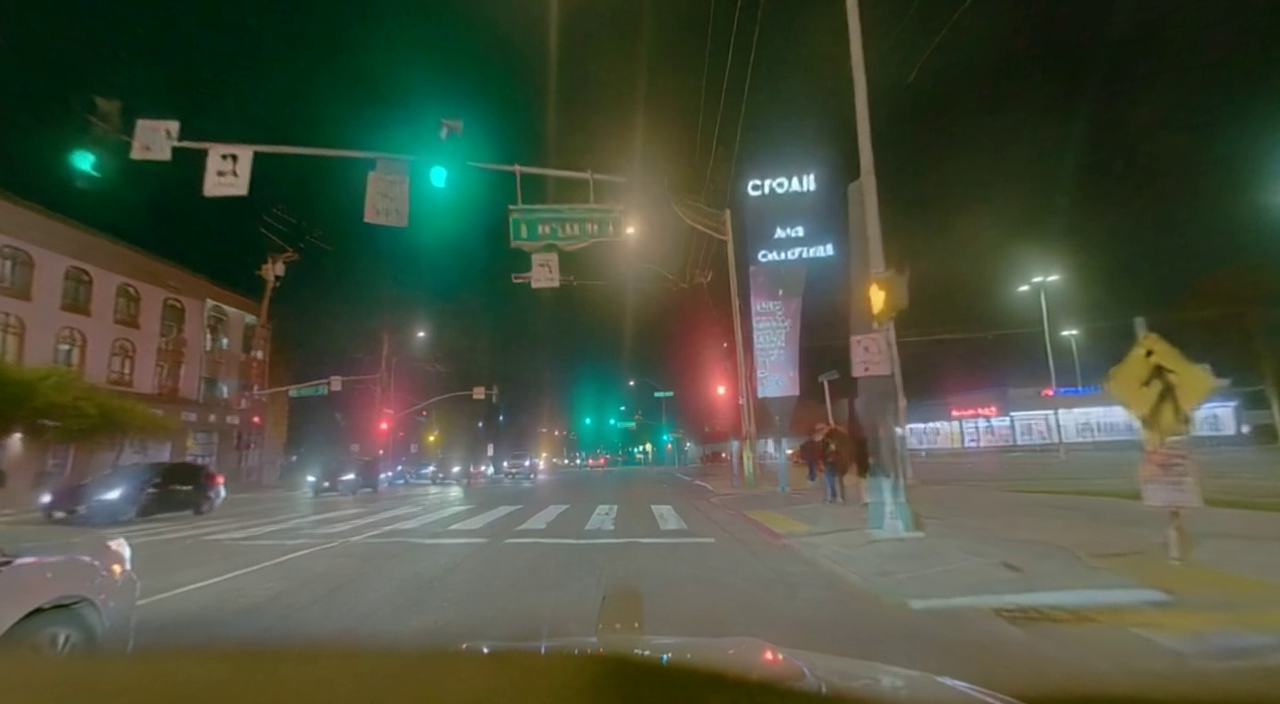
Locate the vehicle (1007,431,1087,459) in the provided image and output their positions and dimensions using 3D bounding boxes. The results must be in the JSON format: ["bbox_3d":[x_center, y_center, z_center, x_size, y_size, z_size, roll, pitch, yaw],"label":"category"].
[{"bbox_3d":[27.461,6.353,42.672,2.083,1.668,4.638,-1,-10,-3],"label":"vehicle"}]

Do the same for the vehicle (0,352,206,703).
[{"bbox_3d":[-3.358,0.647,1.039,2.042,1.673,4.516,0,-9,0],"label":"vehicle"}]

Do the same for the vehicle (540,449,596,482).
[{"bbox_3d":[-3.431,5.538,30.951,2.147,1.472,4.406,0,-9,1],"label":"vehicle"}]

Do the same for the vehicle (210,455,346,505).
[{"bbox_3d":[-12.516,4.418,22.171,1.973,1.496,4.448,0,-9,3],"label":"vehicle"}]

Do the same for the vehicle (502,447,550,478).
[{"bbox_3d":[-6.669,6.495,37.207,2.012,1.664,3.917,0,-9,1],"label":"vehicle"}]

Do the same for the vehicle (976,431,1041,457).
[{"bbox_3d":[24.652,6.213,42.253,1.690,1.559,3.521,5,-10,-14],"label":"vehicle"}]

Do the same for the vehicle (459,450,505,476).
[{"bbox_3d":[-11.409,8.001,45.766,1.985,1.756,4.665,0,-9,2],"label":"vehicle"}]

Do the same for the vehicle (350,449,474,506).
[{"bbox_3d":[-6.593,3.663,18.851,1.960,1.479,4.654,0,-9,0],"label":"vehicle"}]
